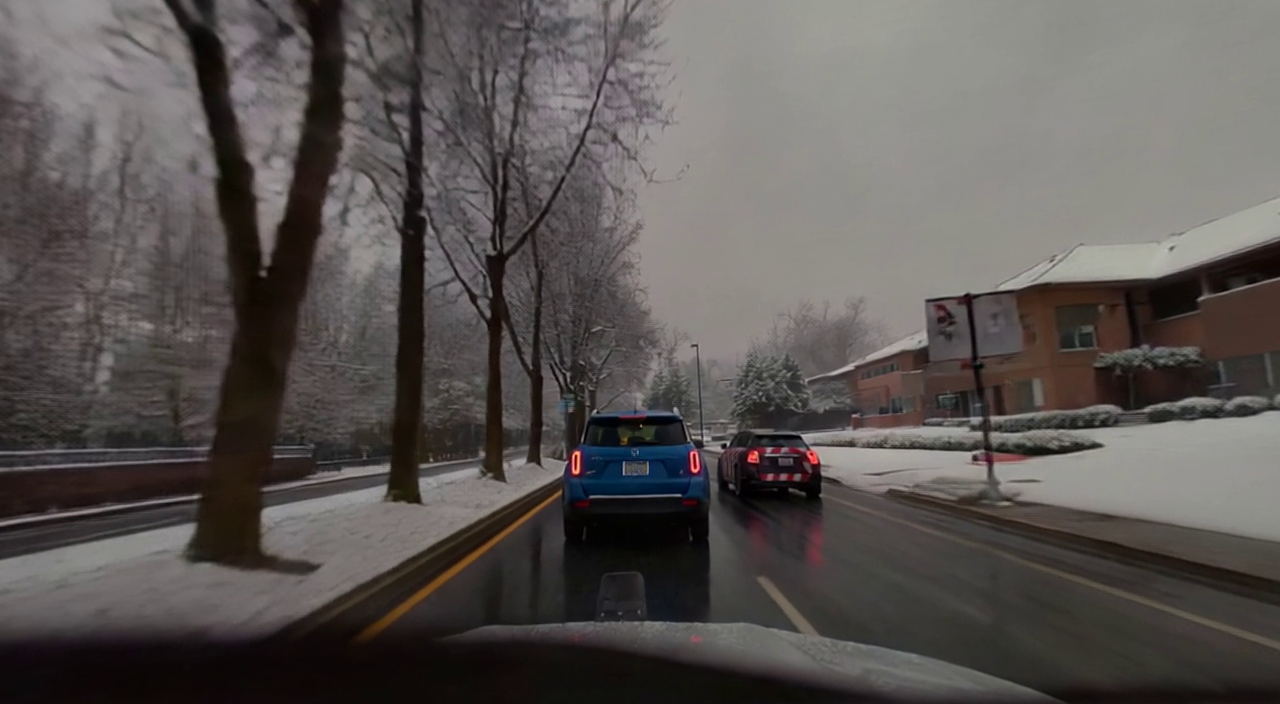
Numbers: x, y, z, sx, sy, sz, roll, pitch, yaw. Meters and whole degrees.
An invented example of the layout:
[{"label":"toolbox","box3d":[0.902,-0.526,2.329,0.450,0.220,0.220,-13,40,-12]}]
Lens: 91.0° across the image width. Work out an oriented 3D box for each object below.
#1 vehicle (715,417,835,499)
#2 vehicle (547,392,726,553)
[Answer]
[{"label":"vehicle","box3d":[3.074,2.526,15.292,1.840,1.709,4.202,1,-8,-2]},{"label":"vehicle","box3d":[-0.090,1.578,8.665,1.984,1.777,3.148,1,-8,-2]}]
